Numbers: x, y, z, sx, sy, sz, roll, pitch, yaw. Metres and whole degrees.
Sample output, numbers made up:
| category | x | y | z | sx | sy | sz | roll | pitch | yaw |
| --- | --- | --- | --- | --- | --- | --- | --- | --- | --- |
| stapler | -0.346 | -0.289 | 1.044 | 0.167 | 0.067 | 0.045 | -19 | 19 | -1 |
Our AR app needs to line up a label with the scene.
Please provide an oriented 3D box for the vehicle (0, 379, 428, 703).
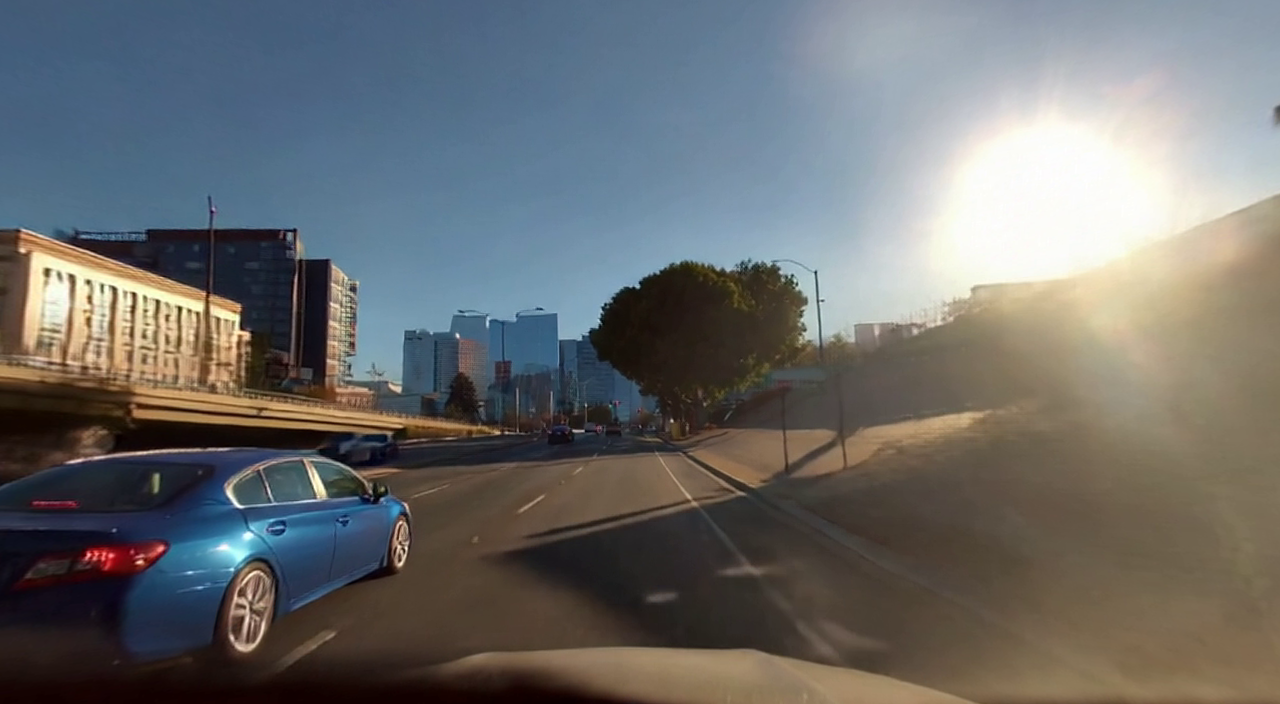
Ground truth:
| category | x | y | z | sx | sy | sz | roll | pitch | yaw |
| --- | --- | --- | --- | --- | --- | --- | --- | --- | --- |
| vehicle | -3.124 | 1.137 | 4.024 | 2.041 | 1.470 | 4.290 | 0 | -9 | 0 |
